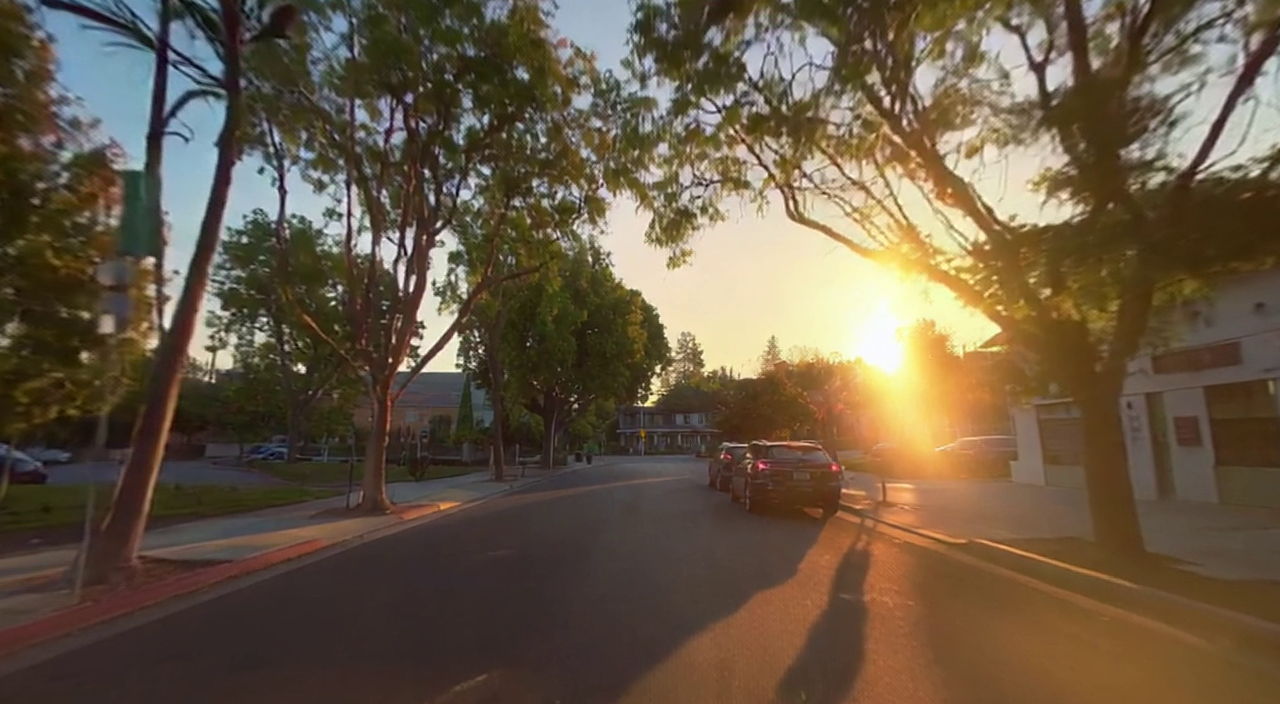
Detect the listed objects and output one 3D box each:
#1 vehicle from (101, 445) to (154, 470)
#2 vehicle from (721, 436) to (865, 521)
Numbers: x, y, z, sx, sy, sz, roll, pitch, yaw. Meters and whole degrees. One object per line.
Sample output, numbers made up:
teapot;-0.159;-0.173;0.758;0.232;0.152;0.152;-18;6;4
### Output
vehicle;-36.932;7.571;45.478;2.419;1.687;4.157;10;-12;-44
vehicle;3.108;2.685;13.985;2.064;1.532;4.596;0;-9;0
